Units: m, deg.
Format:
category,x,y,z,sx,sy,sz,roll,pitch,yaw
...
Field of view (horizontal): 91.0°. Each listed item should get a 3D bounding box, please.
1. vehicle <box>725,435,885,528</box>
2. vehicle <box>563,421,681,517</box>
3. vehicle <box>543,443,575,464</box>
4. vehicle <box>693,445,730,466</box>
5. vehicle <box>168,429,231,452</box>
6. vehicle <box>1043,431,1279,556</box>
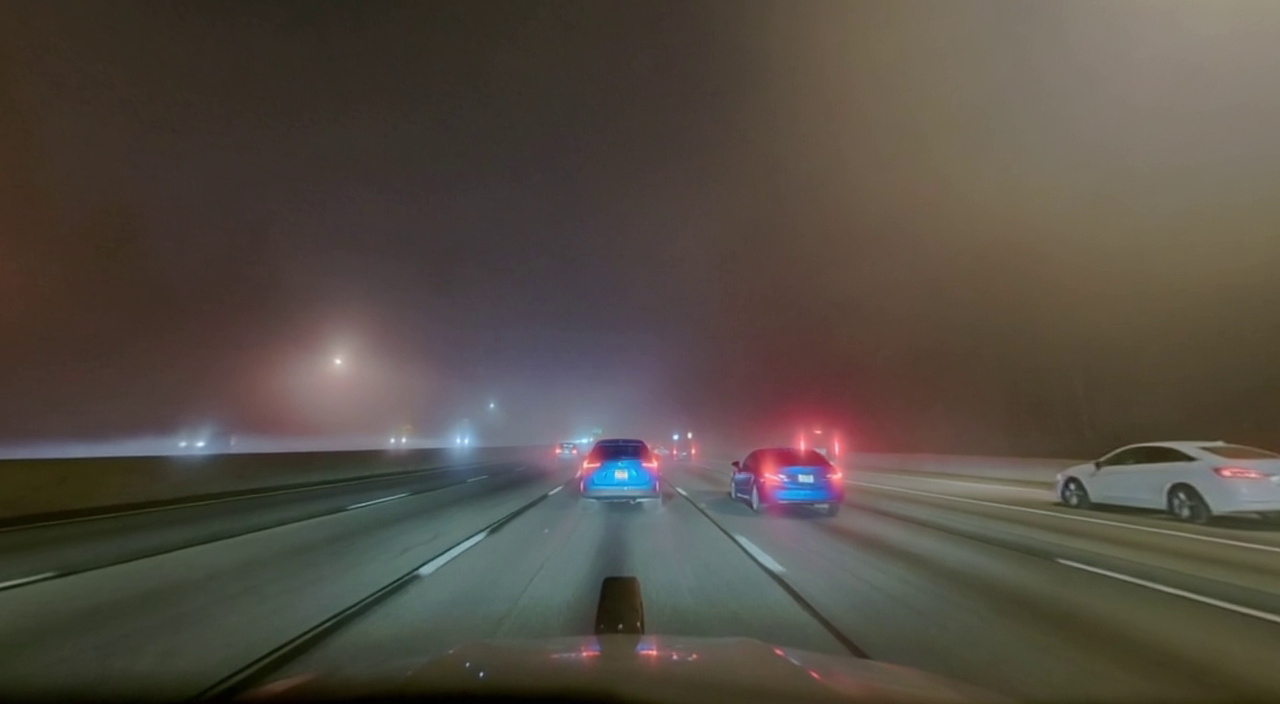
category,x,y,z,sx,sy,sz,roll,pitch,yaw
vehicle,3.043,2.489,12.677,1.975,1.532,4.227,1,-9,-2
vehicle,-0.363,2.462,13.640,2.181,1.728,3.970,1,-9,-1
vehicle,-6.111,7.740,48.066,2.023,1.497,4.526,1,-9,-3
vehicle,5.296,7.745,47.276,1.972,1.521,4.498,1,-9,-4
vehicle,-34.862,7.069,49.937,1.909,1.708,4.396,1,-9,-3
vehicle,9.433,2.204,10.453,2.106,1.641,4.671,1,-9,-5
